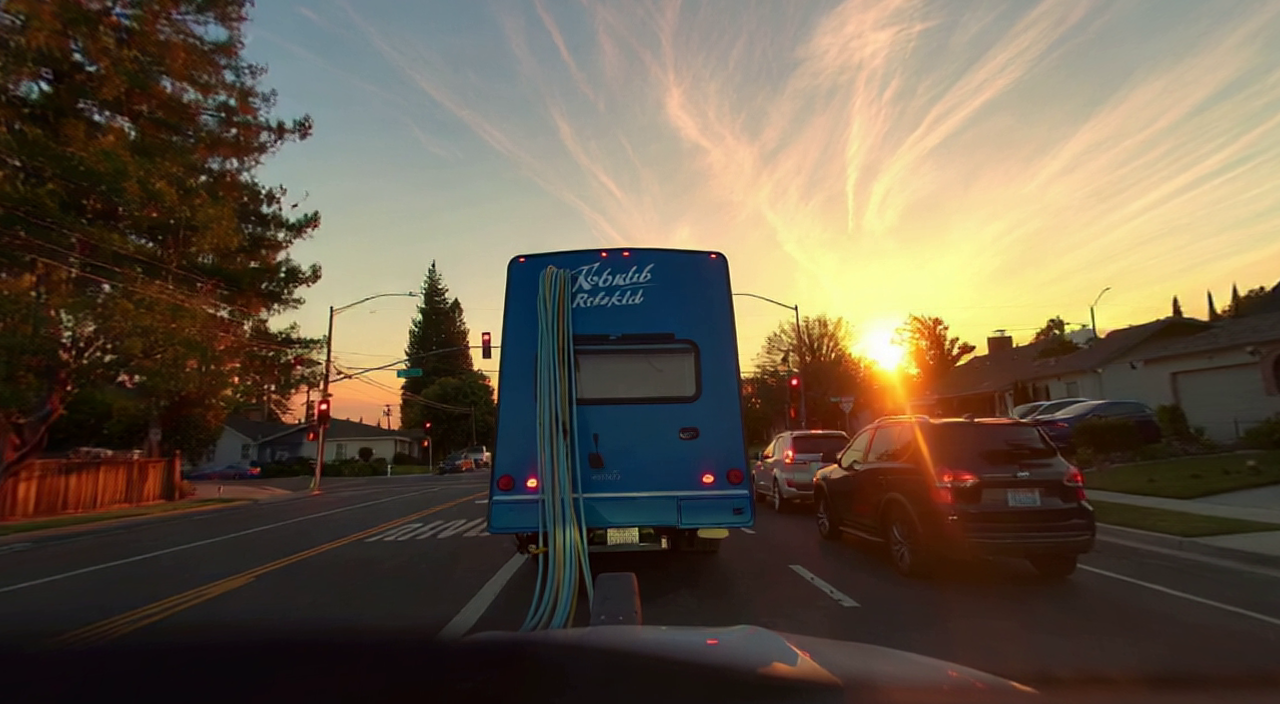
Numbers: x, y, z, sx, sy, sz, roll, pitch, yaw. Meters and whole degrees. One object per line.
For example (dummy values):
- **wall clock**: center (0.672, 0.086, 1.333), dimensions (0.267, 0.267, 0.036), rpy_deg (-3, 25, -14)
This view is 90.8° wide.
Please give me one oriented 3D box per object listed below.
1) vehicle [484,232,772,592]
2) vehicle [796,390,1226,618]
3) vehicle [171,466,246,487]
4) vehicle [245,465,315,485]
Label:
- **vehicle**: center (-0.110, 1.123, 10.268), dimensions (2.709, 3.511, 8.213), rpy_deg (0, -9, 0)
- **vehicle**: center (3.406, 1.493, 7.125), dimensions (2.104, 1.735, 4.408), rpy_deg (0, -9, 0)
- **vehicle**: center (-32.701, 9.410, 47.952), dimensions (4.311, 1.458, 1.707), rpy_deg (0, -9, -3)
- **vehicle**: center (-27.405, 9.365, 48.139), dimensions (4.187, 1.445, 1.809), rpy_deg (0, -9, 0)
